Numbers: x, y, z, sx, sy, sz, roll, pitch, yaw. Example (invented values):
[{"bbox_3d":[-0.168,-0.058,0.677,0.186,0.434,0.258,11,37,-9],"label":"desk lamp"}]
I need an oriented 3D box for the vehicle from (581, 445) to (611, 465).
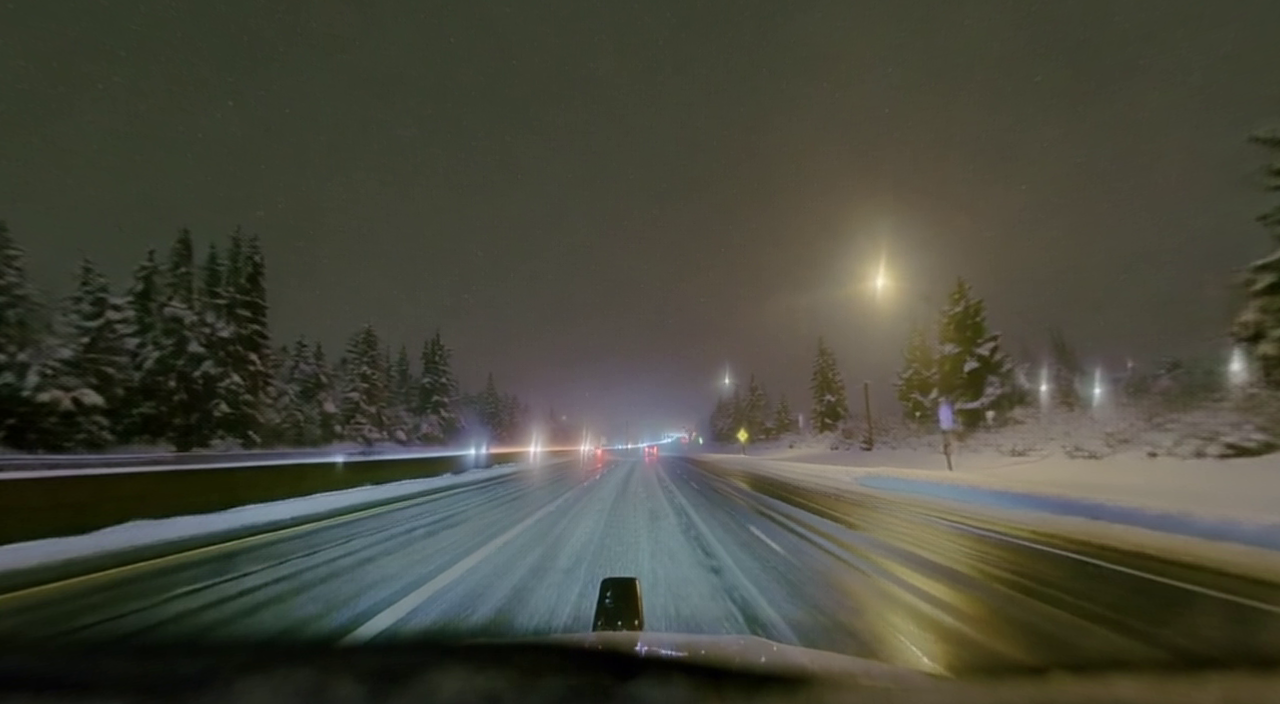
[{"bbox_3d":[-3.409,8.048,49.210,2.001,1.521,3.900,-1,-9,1],"label":"vehicle"}]

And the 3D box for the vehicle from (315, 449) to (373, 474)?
[{"bbox_3d":[-20.172,7.466,43.039,1.775,1.523,4.403,0,-8,1],"label":"vehicle"}]
